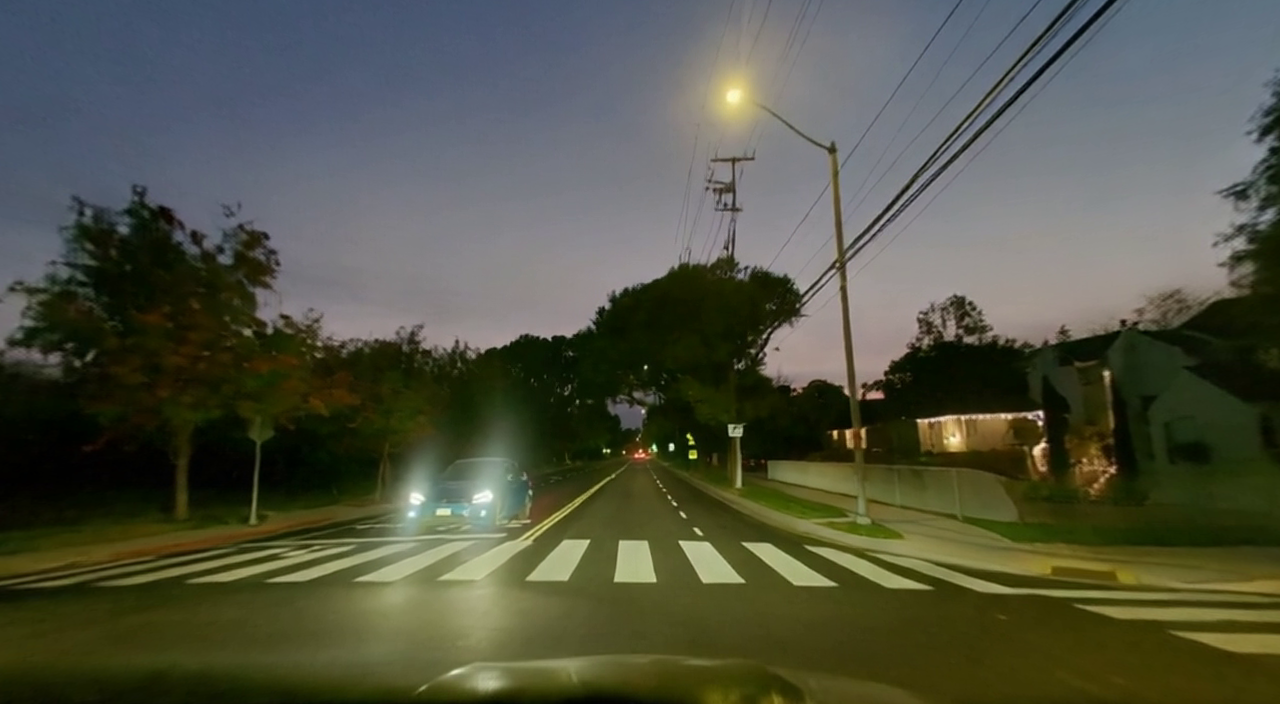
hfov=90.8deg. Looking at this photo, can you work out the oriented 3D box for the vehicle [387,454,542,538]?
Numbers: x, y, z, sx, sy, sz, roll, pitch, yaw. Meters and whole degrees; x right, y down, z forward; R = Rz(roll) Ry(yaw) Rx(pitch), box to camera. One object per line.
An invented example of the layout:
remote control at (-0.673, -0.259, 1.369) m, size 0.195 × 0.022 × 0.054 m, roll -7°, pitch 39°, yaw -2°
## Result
vehicle at (-3.511, 2.954, 13.583) m, size 2.102 × 1.463 × 4.024 m, roll 0°, pitch -9°, yaw 1°
